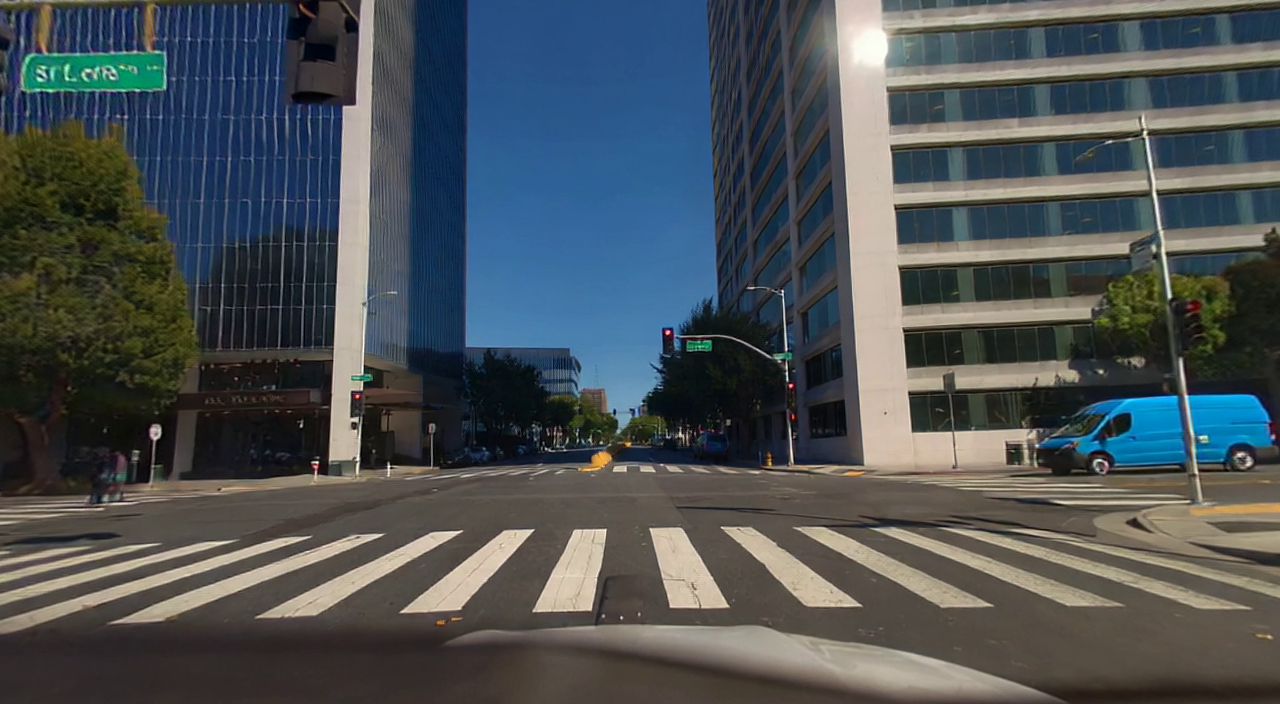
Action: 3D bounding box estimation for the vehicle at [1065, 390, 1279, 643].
[{"bbox_3d":[5.657,1.138,4.262,2.070,1.804,4.881,0,-8,-1],"label":"vehicle"}]

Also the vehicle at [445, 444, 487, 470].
[{"bbox_3d":[-12.450,7.505,45.379,1.935,1.639,4.244,-3,-8,-2],"label":"vehicle"}]
